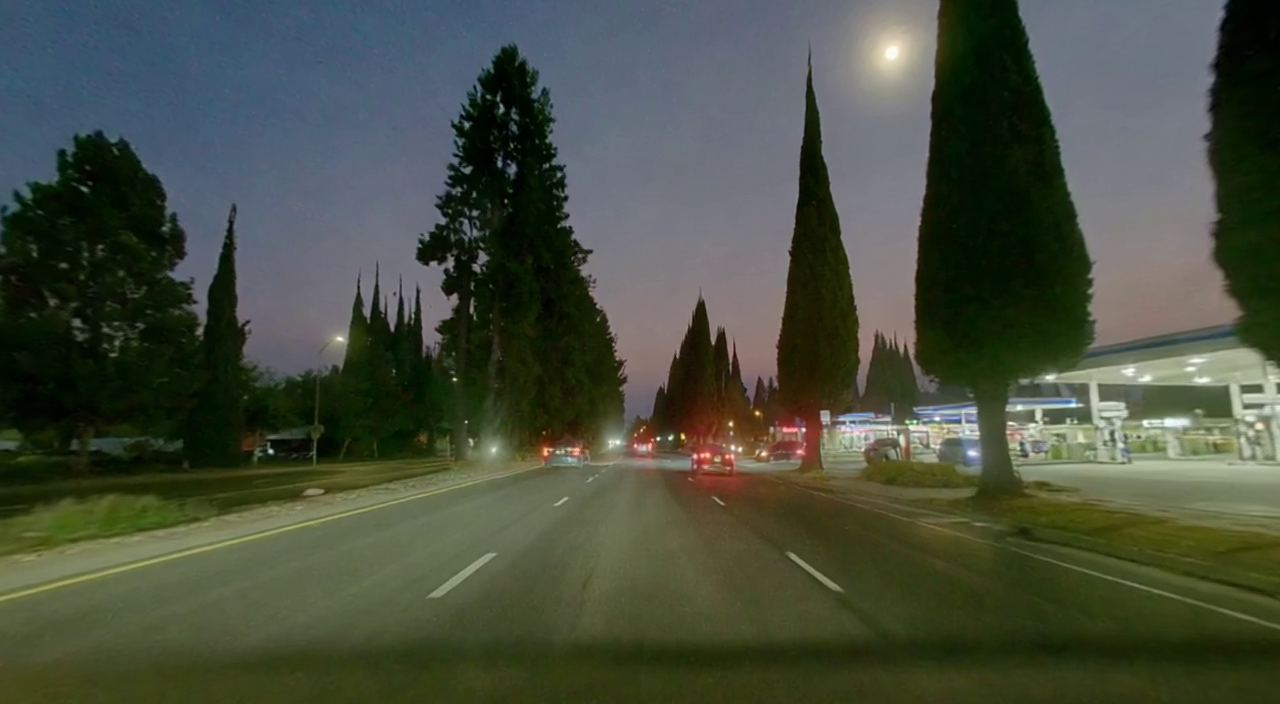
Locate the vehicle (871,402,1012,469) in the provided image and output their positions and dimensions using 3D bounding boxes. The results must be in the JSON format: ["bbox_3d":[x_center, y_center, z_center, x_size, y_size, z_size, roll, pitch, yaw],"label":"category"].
[{"bbox_3d":[15.626,4.512,33.627,3.133,3.133,8.198,0,-8,-3],"label":"vehicle"}]

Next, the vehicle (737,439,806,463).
[{"bbox_3d":[9.689,7.331,46.765,4.526,1.768,2.056,1,-9,-9],"label":"vehicle"}]

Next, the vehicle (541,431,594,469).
[{"bbox_3d":[-3.509,4.861,31.370,2.051,1.747,4.370,0,-8,1],"label":"vehicle"}]

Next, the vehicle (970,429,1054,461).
[{"bbox_3d":[21.057,5.335,35.916,2.029,1.733,4.440,0,-9,0],"label":"vehicle"}]

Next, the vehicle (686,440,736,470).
[{"bbox_3d":[3.654,5.408,33.321,2.010,1.486,4.498,0,-8,-1],"label":"vehicle"}]
